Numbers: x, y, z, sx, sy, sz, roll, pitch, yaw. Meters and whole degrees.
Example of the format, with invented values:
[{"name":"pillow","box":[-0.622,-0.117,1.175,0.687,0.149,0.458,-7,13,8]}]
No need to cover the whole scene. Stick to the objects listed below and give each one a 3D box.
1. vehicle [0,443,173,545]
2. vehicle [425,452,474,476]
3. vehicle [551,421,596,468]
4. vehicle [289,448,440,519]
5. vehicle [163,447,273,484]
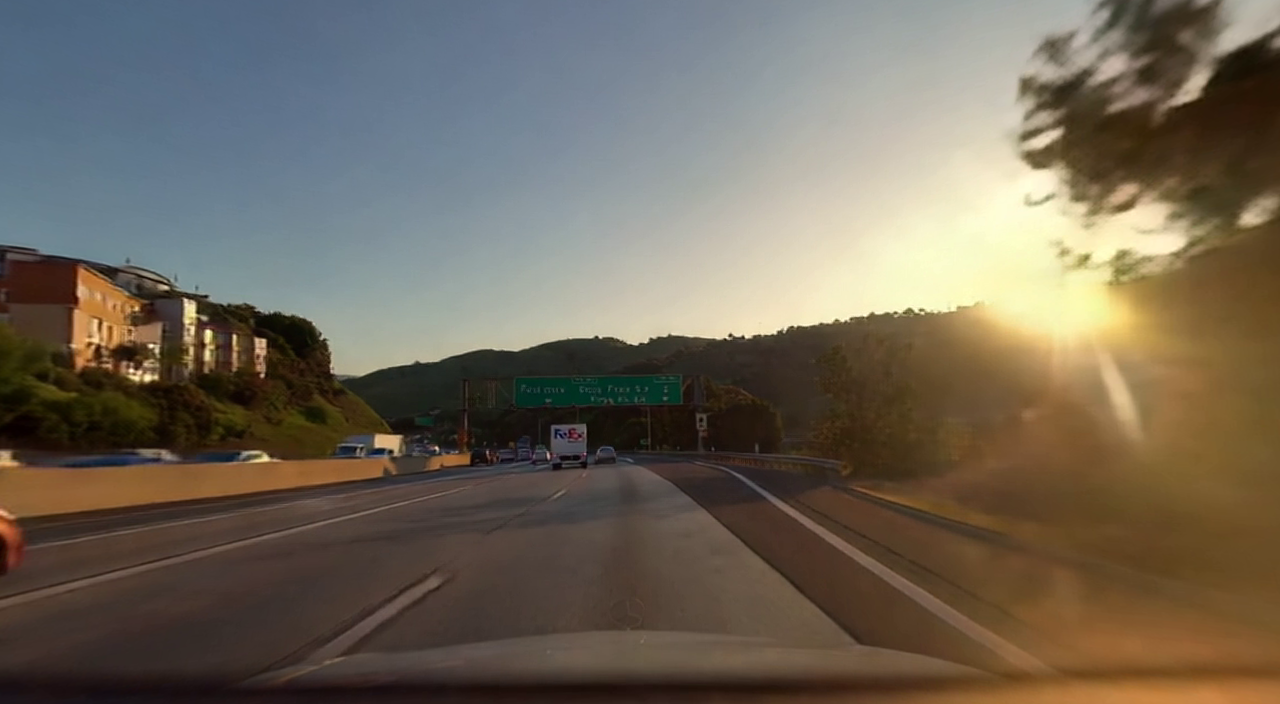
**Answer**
[{"name":"vehicle","box":[-11.687,2.620,12.138,1.931,1.692,4.443,0,-8,0]},{"name":"vehicle","box":[-12.142,7.155,40.529,1.879,1.431,4.425,0,-8,-1]},{"name":"vehicle","box":[-4.976,7.101,48.473,2.798,3.212,7.573,1,-8,-2]},{"name":"vehicle","box":[-7.822,3.733,18.518,2.294,1.710,4.436,1,-8,1]},{"name":"vehicle","box":[-21.808,5.863,32.952,2.037,1.723,5.468,0,-8,-1]}]
